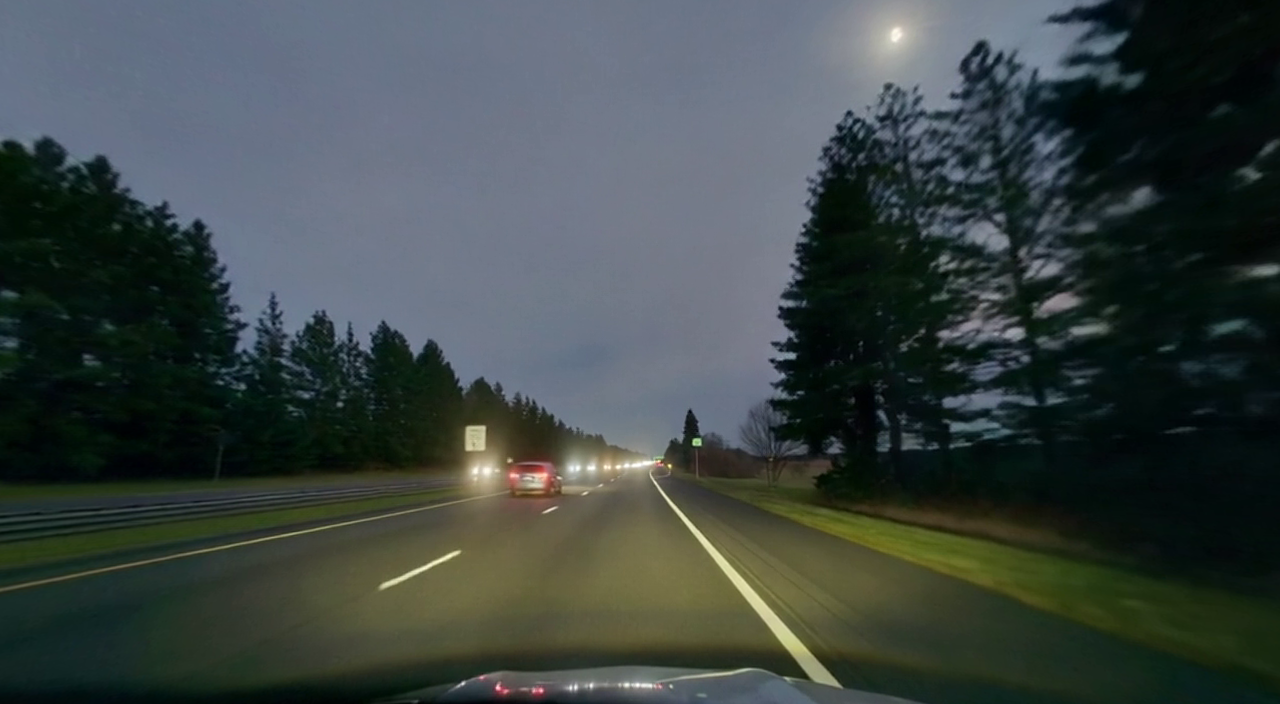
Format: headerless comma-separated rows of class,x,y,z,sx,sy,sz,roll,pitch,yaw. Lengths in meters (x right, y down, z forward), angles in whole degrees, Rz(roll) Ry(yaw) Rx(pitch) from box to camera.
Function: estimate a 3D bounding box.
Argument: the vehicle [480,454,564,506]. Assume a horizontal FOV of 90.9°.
vehicle,-4.053,4.517,22.439,2.042,1.629,4.276,1,-10,1
